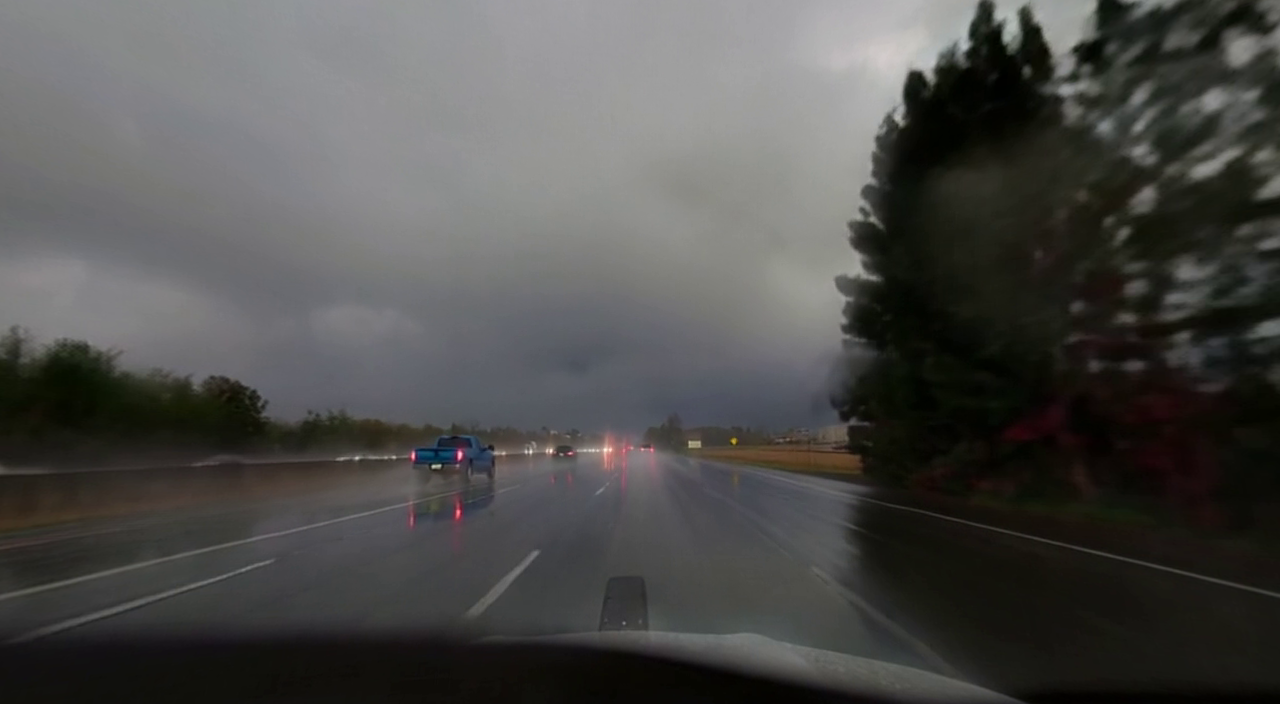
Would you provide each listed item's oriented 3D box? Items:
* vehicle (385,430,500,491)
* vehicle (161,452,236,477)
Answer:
[{"bbox_3d":[-6.917,3.874,22.999,2.156,1.911,5.956,0,-8,1],"label":"vehicle"},{"bbox_3d":[-33.084,8.439,47.487,1.997,1.730,4.951,0,-8,1],"label":"vehicle"}]
